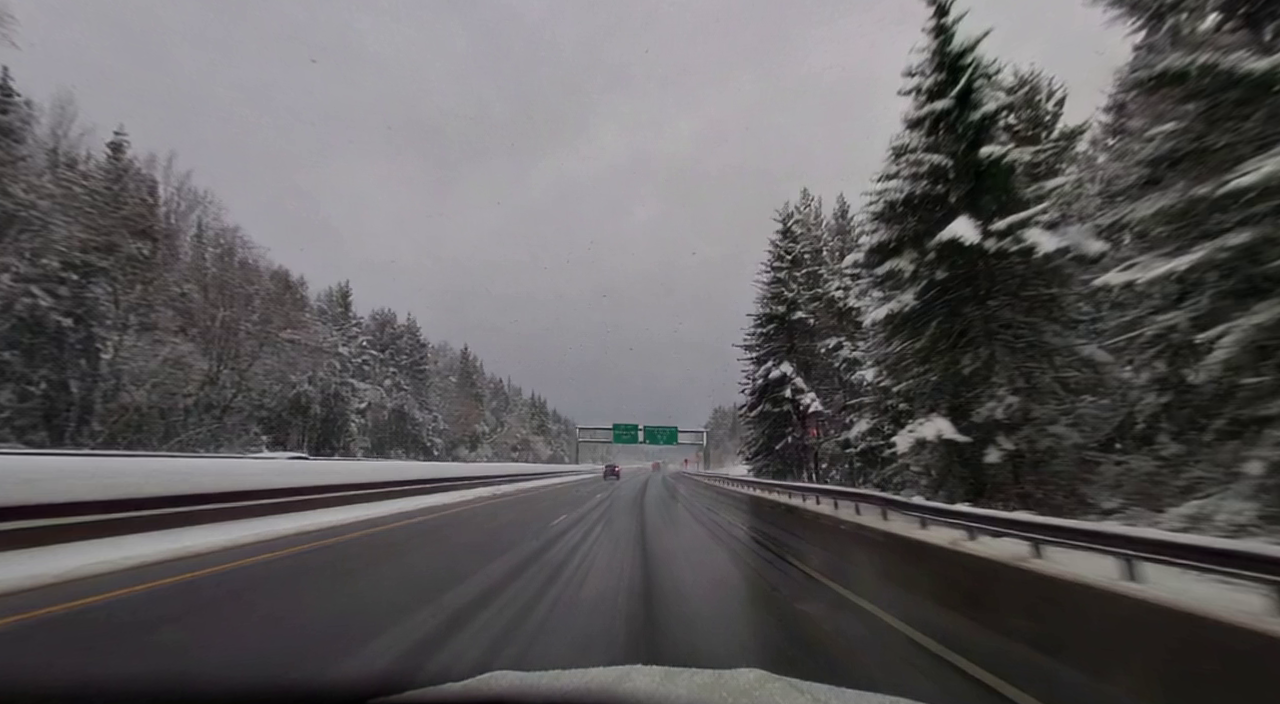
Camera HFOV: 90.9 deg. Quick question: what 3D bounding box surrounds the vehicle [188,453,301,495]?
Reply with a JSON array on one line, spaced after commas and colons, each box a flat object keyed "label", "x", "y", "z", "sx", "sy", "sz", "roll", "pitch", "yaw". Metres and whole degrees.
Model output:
[{"label": "vehicle", "x": -16.253, "y": 5.037, "z": 26.181, "sx": 1.898, "sy": 1.547, "sz": 4.194, "roll": 1, "pitch": -10, "yaw": 0}]
